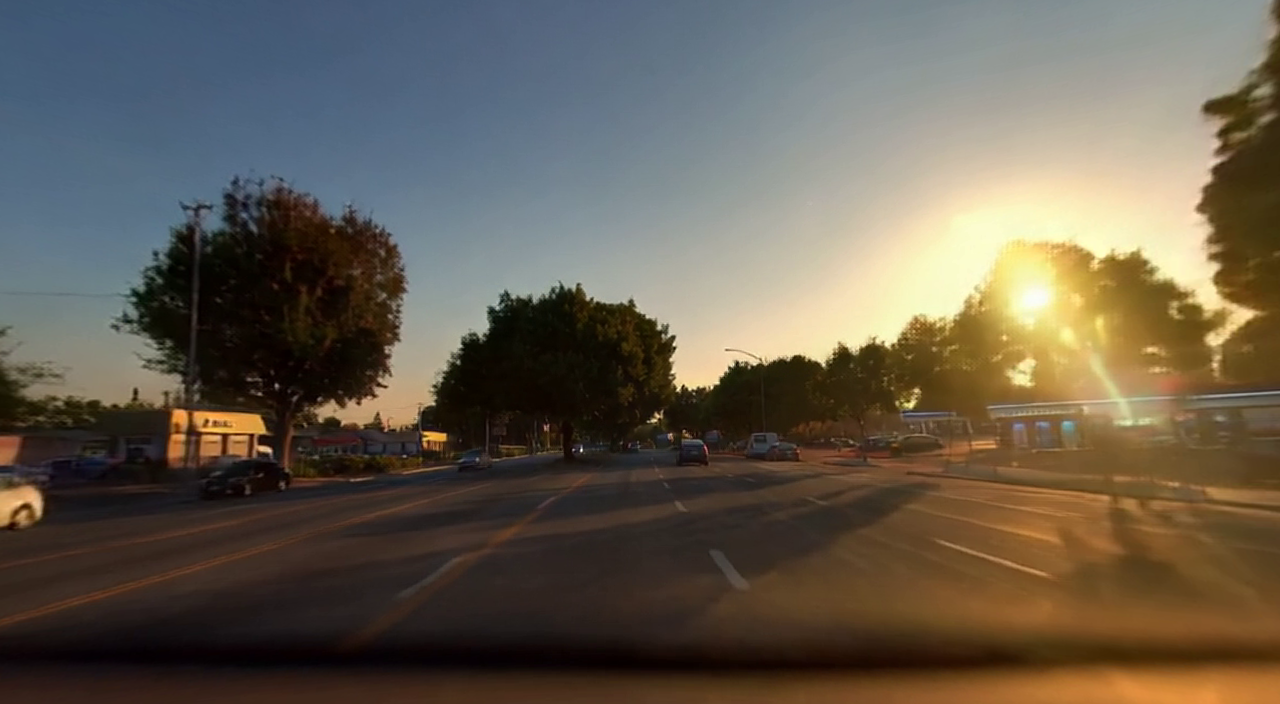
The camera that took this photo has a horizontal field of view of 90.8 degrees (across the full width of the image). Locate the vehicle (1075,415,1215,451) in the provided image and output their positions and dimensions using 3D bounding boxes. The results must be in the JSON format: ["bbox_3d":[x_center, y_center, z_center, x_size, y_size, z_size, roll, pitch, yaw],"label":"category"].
[{"bbox_3d":[30.412,4.981,38.316,2.102,1.965,6.159,7,-11,-36],"label":"vehicle"}]

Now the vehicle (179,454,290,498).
[{"bbox_3d":[-18.092,5.511,28.486,2.045,1.727,4.503,0,-9,-2],"label":"vehicle"}]

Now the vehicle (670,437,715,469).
[{"bbox_3d":[2.732,5.420,34.024,1.957,1.643,4.226,0,-9,-1],"label":"vehicle"}]

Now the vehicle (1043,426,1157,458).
[{"bbox_3d":[23.885,4.703,32.937,1.843,1.490,4.282,2,-9,-37],"label":"vehicle"}]

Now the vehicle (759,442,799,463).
[{"bbox_3d":[10.199,7.399,46.676,1.857,1.411,4.859,0,-9,0],"label":"vehicle"}]
